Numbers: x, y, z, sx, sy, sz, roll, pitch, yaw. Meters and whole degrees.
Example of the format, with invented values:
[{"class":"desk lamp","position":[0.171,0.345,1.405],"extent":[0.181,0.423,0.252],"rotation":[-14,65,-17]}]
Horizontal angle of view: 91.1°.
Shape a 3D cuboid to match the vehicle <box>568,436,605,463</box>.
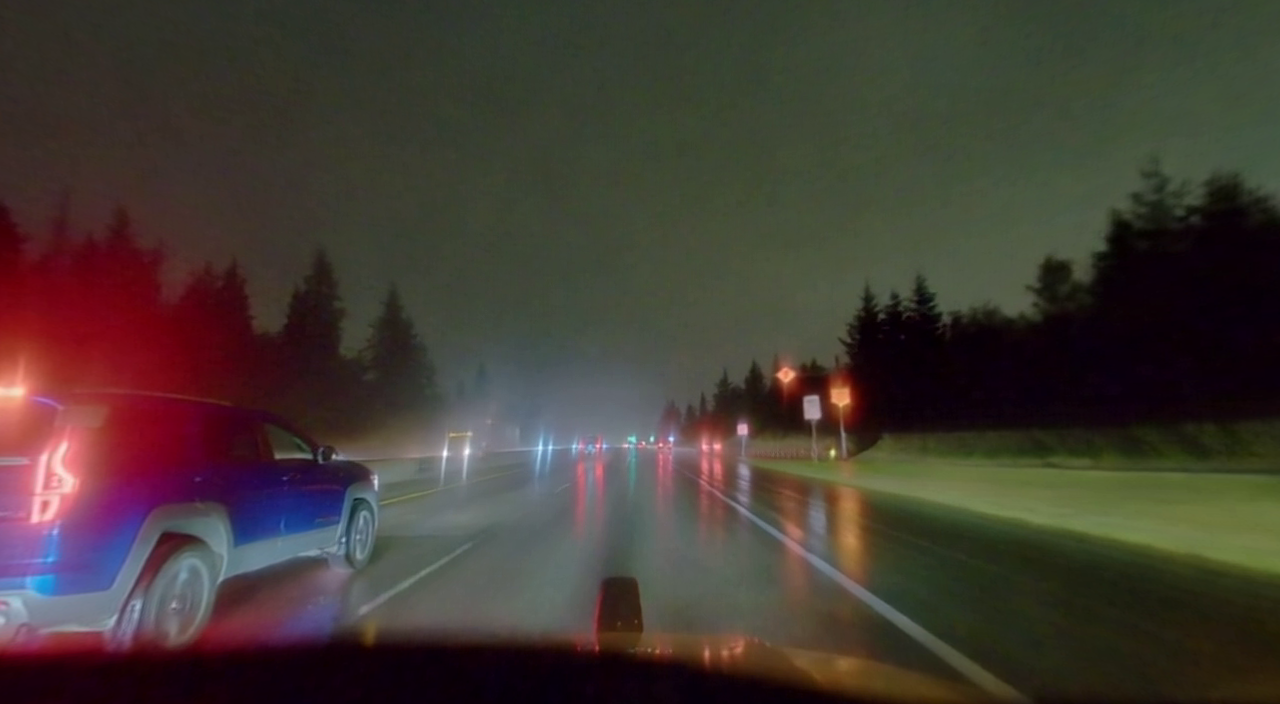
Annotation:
[{"class":"vehicle","position":[-3.403,6.317,40.797],"extent":[2.125,1.662,4.336],"rotation":[0,-8,-1]}]
